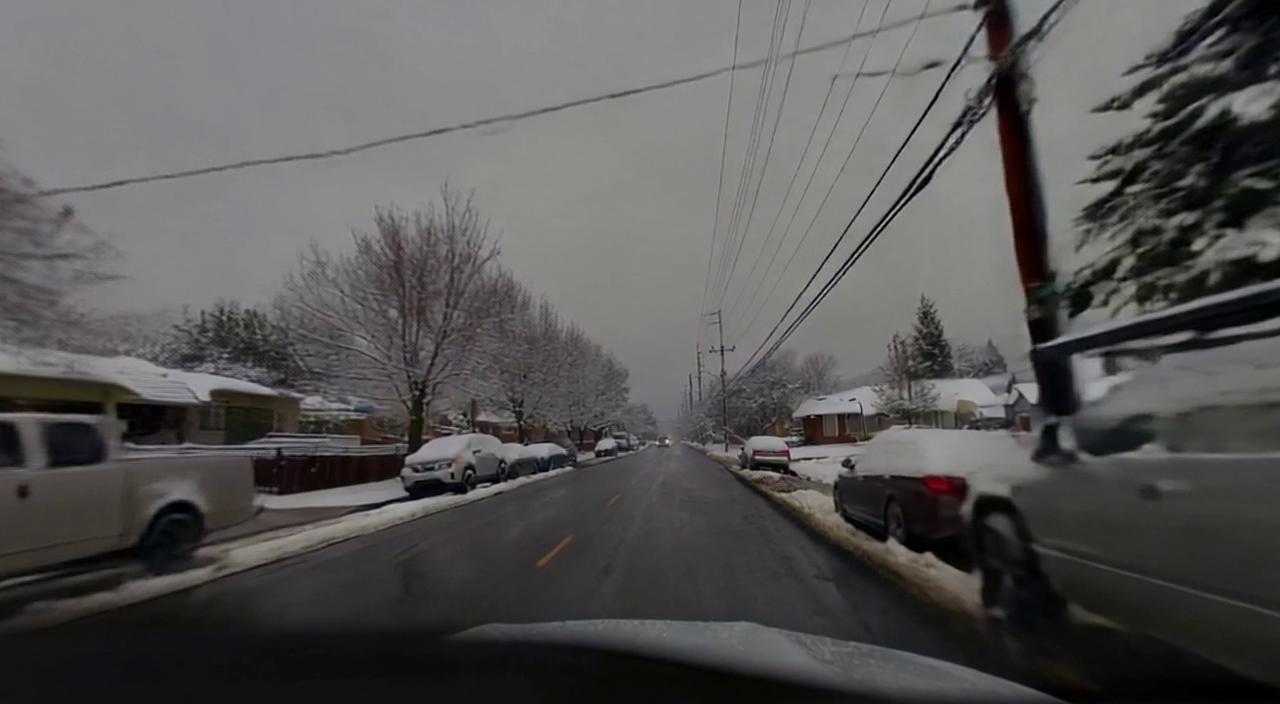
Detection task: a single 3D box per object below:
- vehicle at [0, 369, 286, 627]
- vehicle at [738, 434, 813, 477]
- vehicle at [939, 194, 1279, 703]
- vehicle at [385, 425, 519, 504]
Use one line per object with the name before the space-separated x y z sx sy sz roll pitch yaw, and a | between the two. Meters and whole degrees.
vehicle | -6.276 1.426 6.247 2.353 2.037 5.358 -4 -9 2
vehicle | 5.173 4.032 24.827 2.108 1.493 4.878 -1 -8 3
vehicle | 3.412 0.532 2.159 2.397 2.130 5.384 -1 -8 4
vehicle | -5.327 3.266 18.704 2.192 1.873 4.985 -4 -9 4
